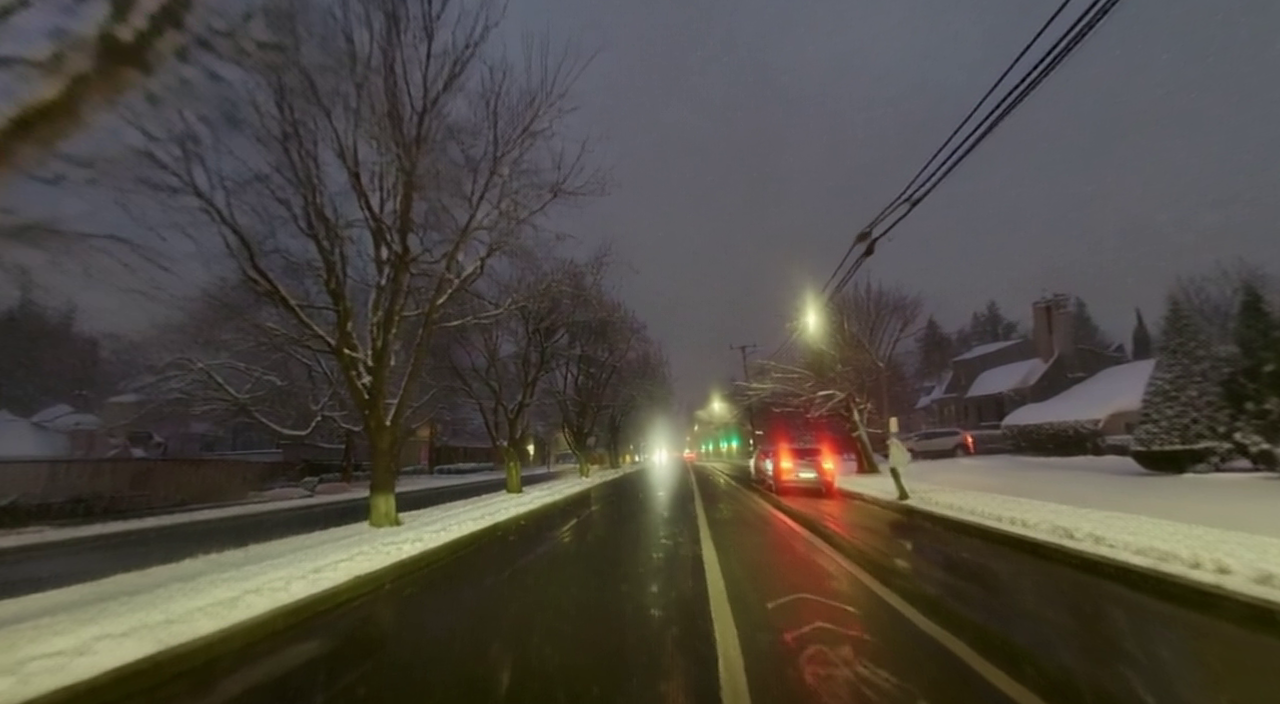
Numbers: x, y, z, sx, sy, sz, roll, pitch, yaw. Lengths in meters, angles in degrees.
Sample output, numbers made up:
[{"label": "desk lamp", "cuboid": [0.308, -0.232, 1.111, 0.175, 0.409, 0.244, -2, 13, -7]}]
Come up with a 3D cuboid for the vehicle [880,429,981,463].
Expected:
[{"label": "vehicle", "cuboid": [13.634, 4.448, 29.766, 3.827, 1.512, 1.855, -1, -8, 5]}]

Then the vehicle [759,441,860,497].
[{"label": "vehicle", "cuboid": [5.119, 3.558, 19.723, 1.979, 1.524, 4.578, 0, -8, 1]}]
